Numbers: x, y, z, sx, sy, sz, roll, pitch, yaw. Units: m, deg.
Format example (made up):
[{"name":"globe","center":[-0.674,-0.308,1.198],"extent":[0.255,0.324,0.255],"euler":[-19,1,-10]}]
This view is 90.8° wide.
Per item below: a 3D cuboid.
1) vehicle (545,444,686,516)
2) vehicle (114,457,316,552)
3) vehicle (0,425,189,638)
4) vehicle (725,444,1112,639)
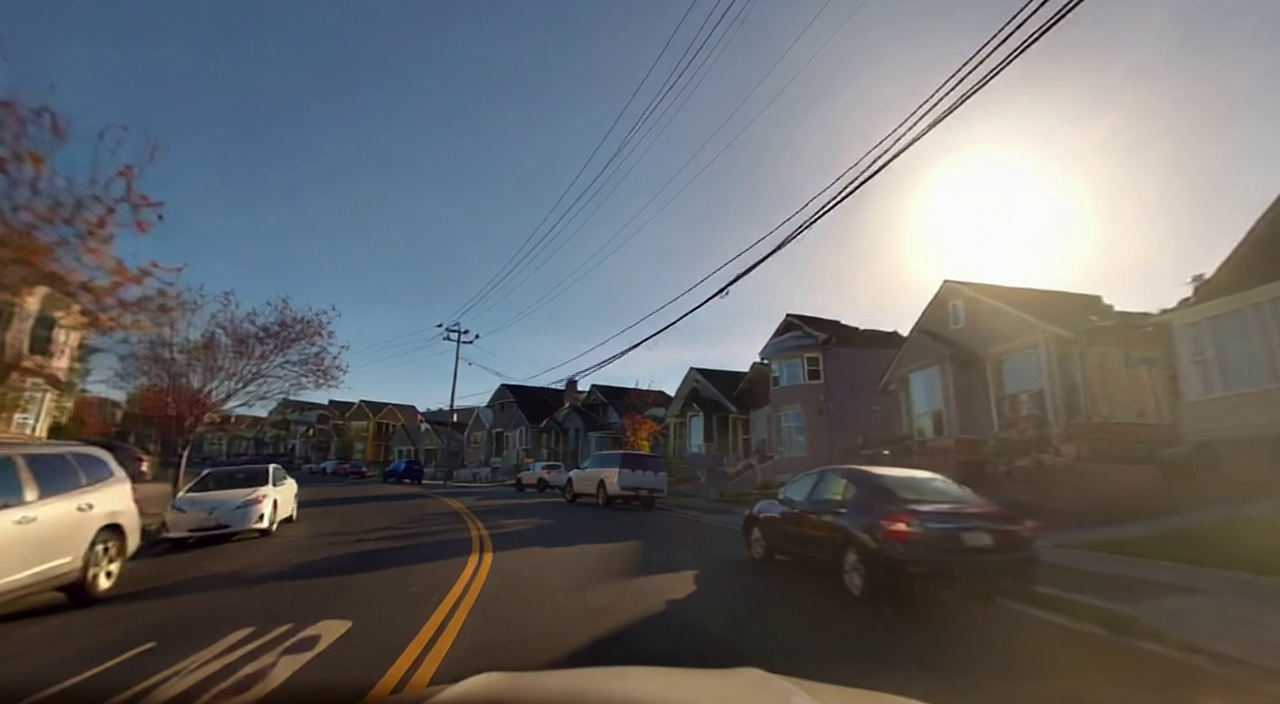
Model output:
[{"name":"vehicle","center":[-0.984,4.009,20.361],"extent":[2.449,1.869,5.504],"euler":[8,-11,-24]},{"name":"vehicle","center":[-8.495,3.002,13.231],"extent":[2.197,1.462,4.524],"euler":[2,-9,-17]},{"name":"vehicle","center":[-6.825,1.660,5.559],"extent":[2.378,1.840,5.389],"euler":[-3,-8,-8]},{"name":"vehicle","center":[2.655,1.894,7.518],"extent":[1.923,1.531,4.568],"euler":[3,-9,-10]}]
